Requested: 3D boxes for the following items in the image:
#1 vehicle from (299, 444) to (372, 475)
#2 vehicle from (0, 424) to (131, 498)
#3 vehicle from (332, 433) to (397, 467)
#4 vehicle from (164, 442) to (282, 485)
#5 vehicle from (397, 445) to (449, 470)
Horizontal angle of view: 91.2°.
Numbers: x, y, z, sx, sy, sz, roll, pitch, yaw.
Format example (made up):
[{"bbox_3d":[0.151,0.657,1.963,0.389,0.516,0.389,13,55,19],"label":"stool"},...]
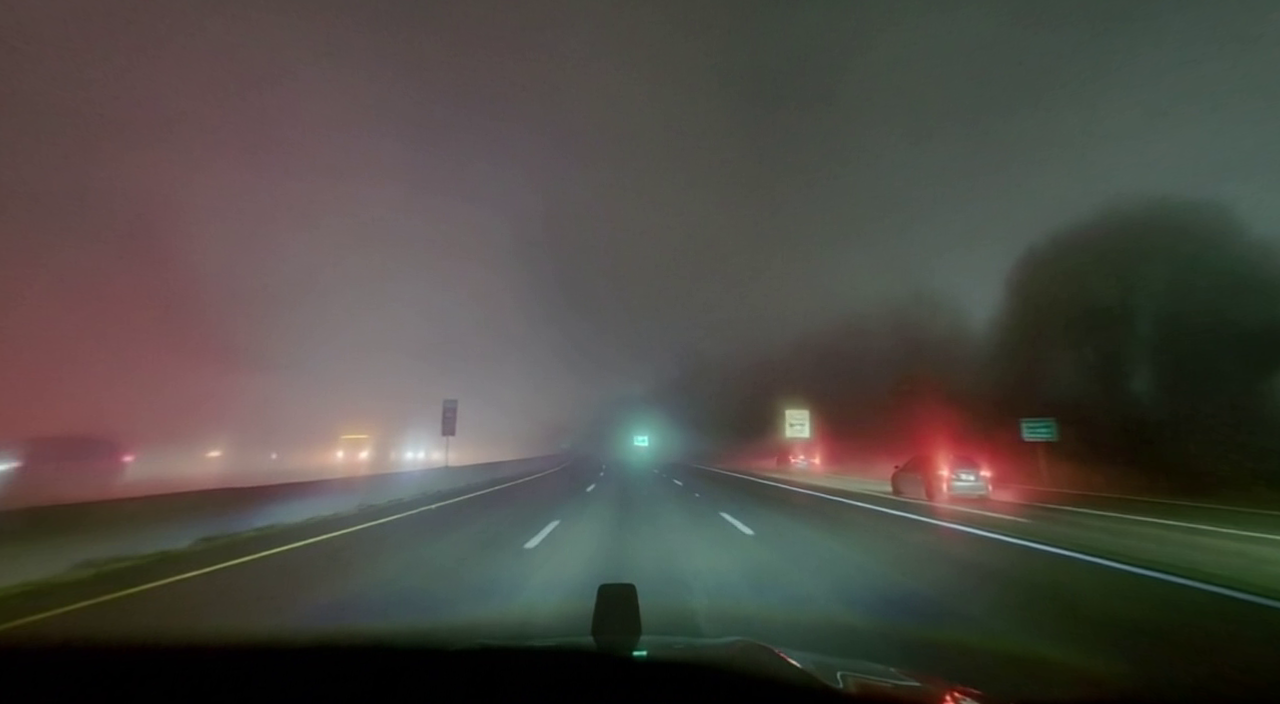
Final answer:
[{"bbox_3d":[-15.678,5.538,32.514,1.791,1.478,4.072,0,-9,-1],"label":"vehicle"},{"bbox_3d":[-14.622,2.495,14.462,1.906,1.558,4.561,0,-9,-1],"label":"vehicle"},{"bbox_3d":[-20.583,7.375,47.179,2.300,2.303,6.068,0,-9,-2],"label":"vehicle"},{"bbox_3d":[-15.315,4.091,23.302,1.750,1.437,3.997,0,-9,-3],"label":"vehicle"},{"bbox_3d":[-13.770,6.700,40.019,1.822,1.492,4.026,0,-9,1],"label":"vehicle"}]
